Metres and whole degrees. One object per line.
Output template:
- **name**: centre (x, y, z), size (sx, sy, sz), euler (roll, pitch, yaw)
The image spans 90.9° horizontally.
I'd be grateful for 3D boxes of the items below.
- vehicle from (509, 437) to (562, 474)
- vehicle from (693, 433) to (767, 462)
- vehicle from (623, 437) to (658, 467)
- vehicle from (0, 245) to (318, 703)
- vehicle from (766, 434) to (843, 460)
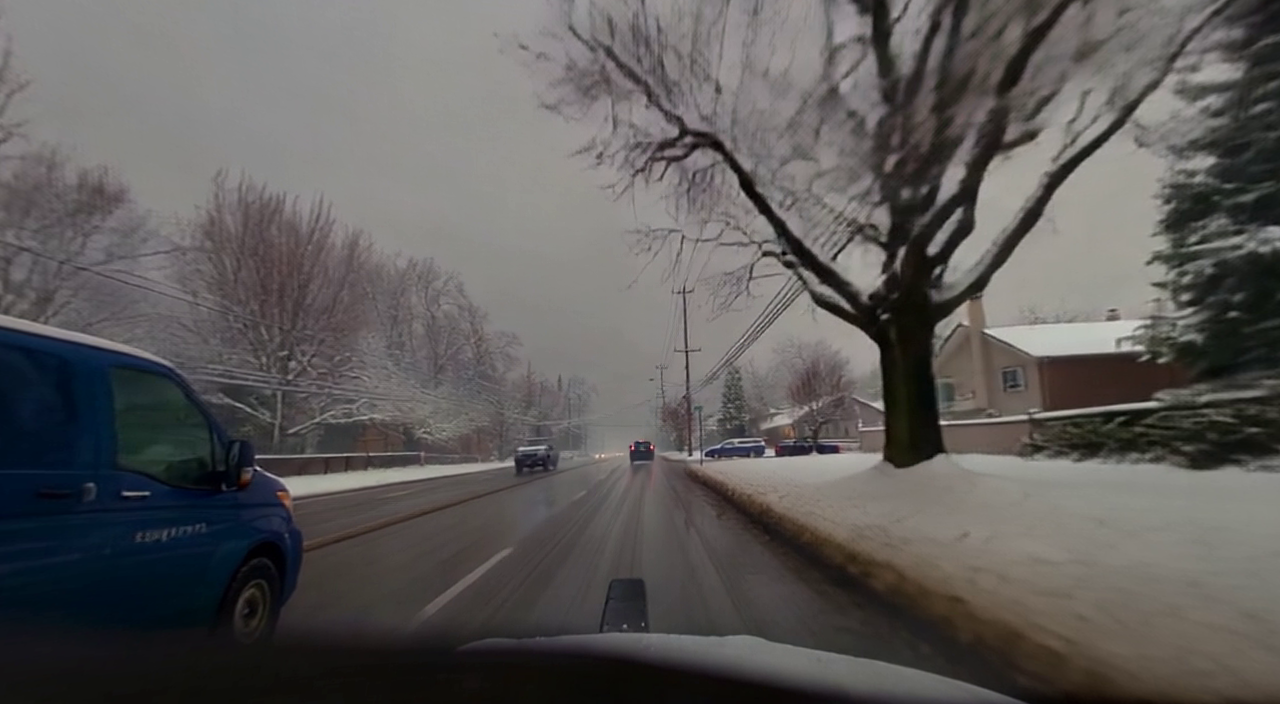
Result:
- **vehicle**: centre (-6.507, 6.519, 40.091), size (2.333, 2.165, 5.436), euler (0, -8, 1)
- **vehicle**: centre (6.731, 7.121, 46.902), size (5.012, 1.711, 2.457), euler (-6, -8, 15)
- **vehicle**: centre (0.051, 6.237, 39.439), size (2.120, 1.718, 3.909), euler (0, -8, 0)
- **vehicle**: centre (-3.653, 0.575, 1.761), size (2.336, 2.152, 5.866), euler (0, -8, 1)
- **vehicle**: centre (10.343, 6.014, 39.902), size (4.295, 1.505, 1.918), euler (-1, -8, 1)
